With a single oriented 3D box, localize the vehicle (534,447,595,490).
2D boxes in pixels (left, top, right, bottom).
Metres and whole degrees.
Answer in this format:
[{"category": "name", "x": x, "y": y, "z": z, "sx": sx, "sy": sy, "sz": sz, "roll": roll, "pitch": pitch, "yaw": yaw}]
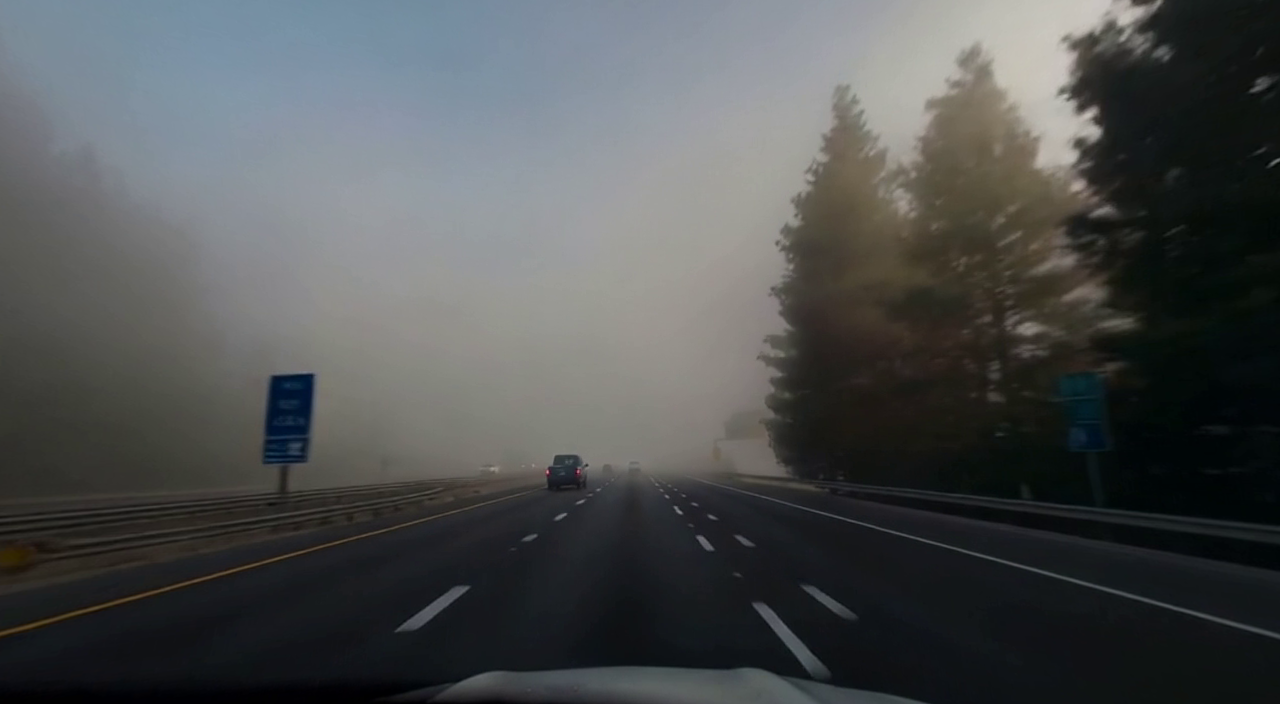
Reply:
[{"category": "vehicle", "x": -3.571, "y": 5.695, "z": 30.736, "sx": 2.390, "sy": 1.879, "sz": 4.423, "roll": 1, "pitch": -10, "yaw": 1}]
